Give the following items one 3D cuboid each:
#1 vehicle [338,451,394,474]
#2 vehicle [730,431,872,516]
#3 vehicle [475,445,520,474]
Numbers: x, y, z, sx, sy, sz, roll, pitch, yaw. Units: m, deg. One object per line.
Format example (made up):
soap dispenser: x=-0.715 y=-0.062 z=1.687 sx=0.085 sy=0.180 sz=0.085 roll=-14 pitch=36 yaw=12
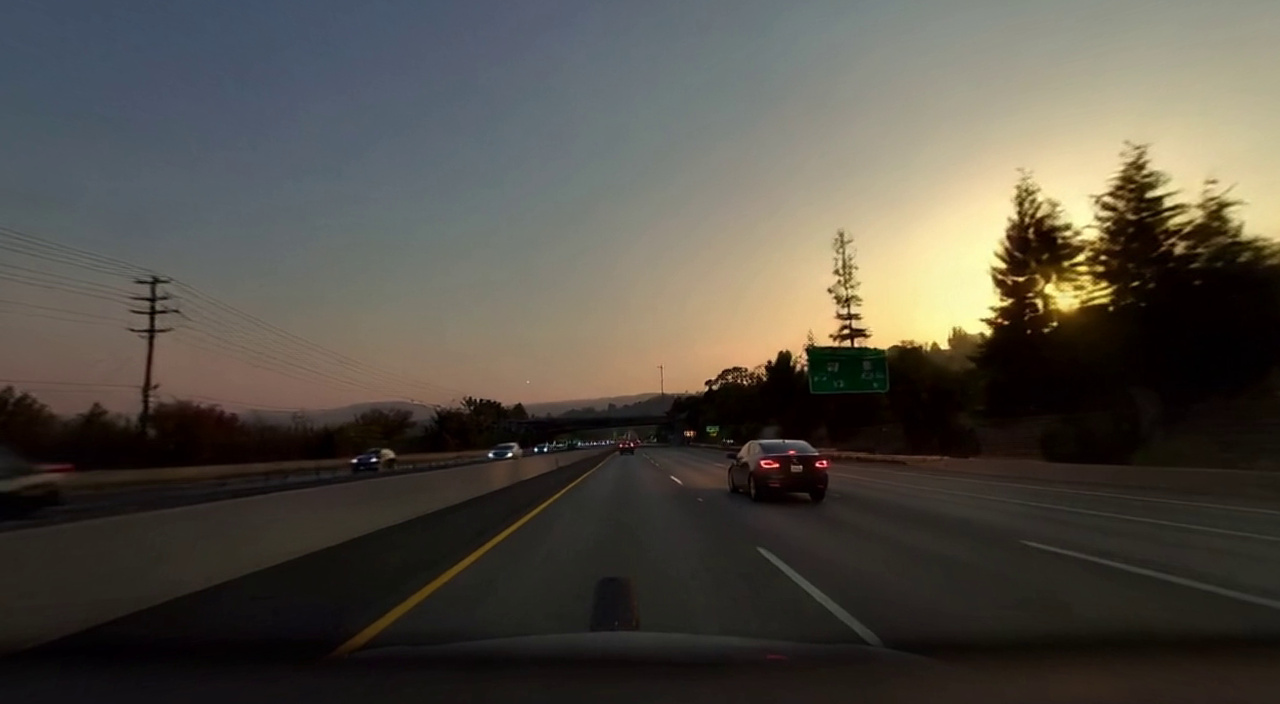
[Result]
vehicle: x=-18.690 y=7.526 z=43.341 sx=1.853 sy=1.450 sz=4.514 roll=0 pitch=-9 yaw=0
vehicle: x=3.361 y=2.623 z=14.136 sx=2.018 sy=1.600 sz=4.121 roll=0 pitch=-9 yaw=-1
vehicle: x=-8.295 y=6.259 z=37.127 sx=1.766 sy=1.536 sz=3.855 roll=0 pitch=-8 yaw=-1
